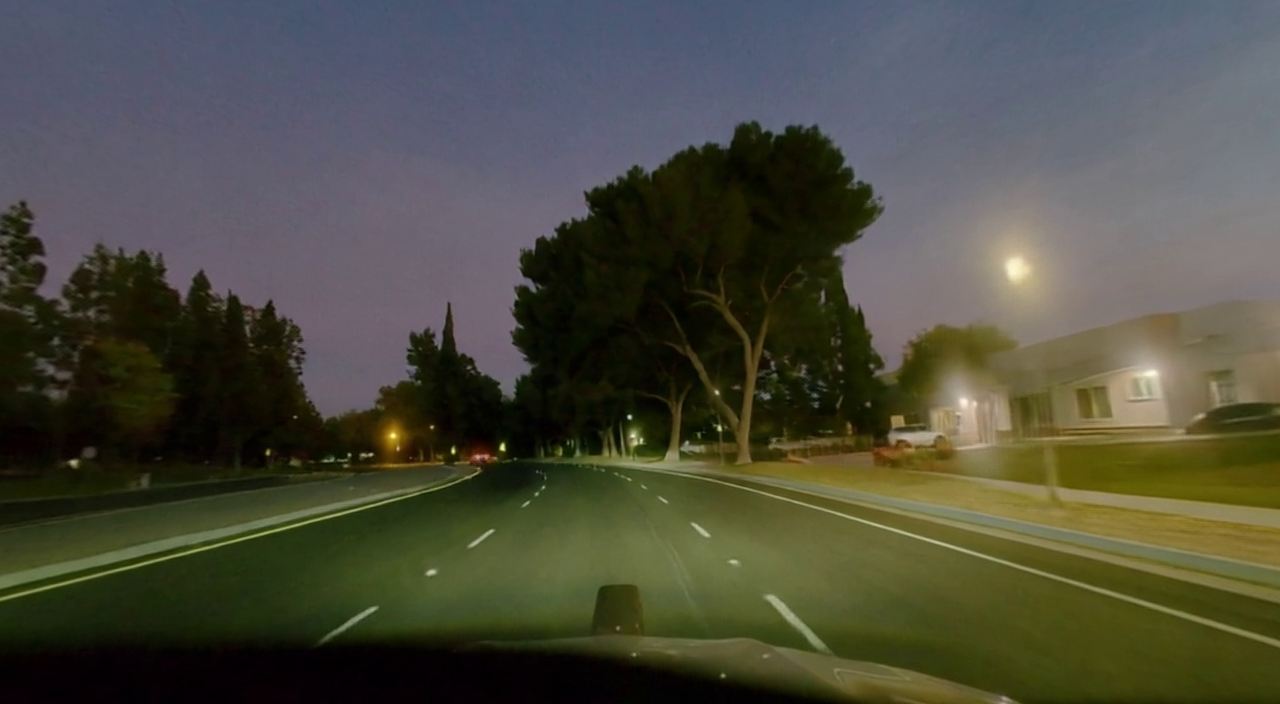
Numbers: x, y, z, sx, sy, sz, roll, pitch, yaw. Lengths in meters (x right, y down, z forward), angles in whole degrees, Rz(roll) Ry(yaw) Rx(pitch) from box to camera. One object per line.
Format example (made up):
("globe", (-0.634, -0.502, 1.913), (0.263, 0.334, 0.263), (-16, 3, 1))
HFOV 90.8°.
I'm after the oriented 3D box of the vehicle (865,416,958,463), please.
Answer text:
("vehicle", (12.143, 3.911, 28.056), (2.110, 1.863, 4.977), (-11, -13, 41))
